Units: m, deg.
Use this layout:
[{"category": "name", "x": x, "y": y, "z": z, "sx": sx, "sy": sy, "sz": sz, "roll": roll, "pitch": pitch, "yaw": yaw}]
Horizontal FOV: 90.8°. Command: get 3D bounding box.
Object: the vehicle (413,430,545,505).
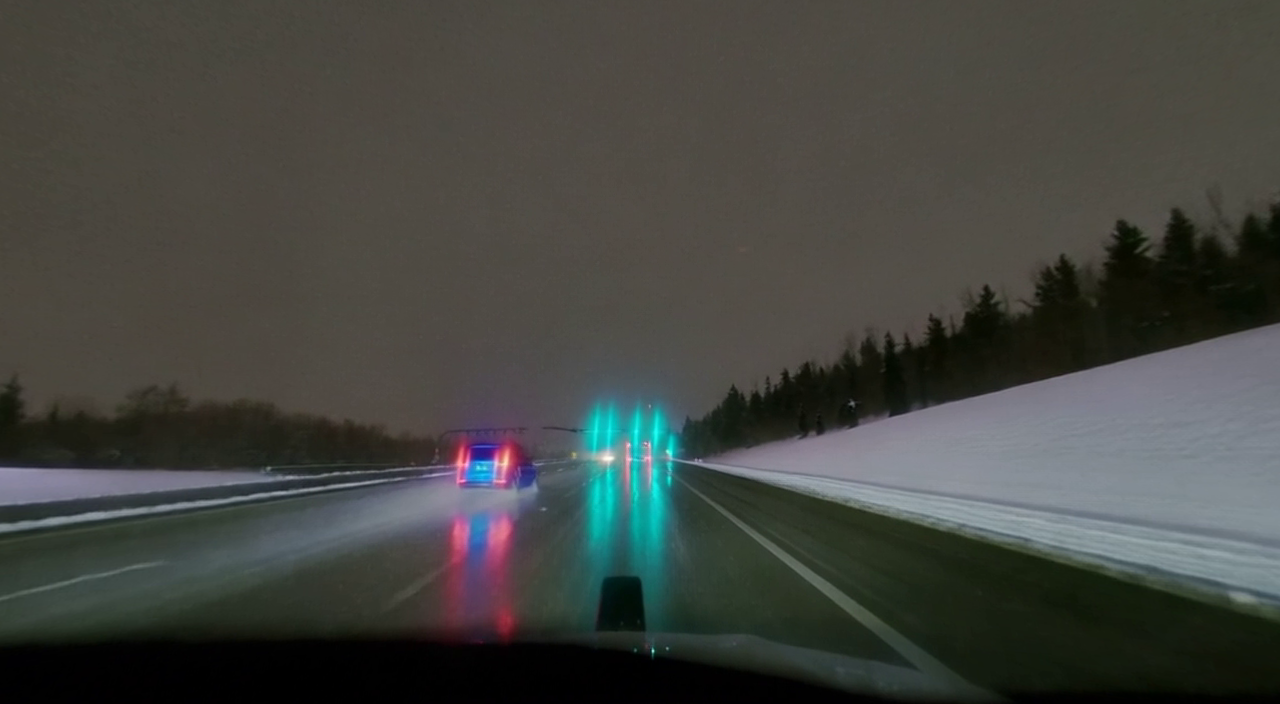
[{"category": "vehicle", "x": -4.210, "y": 3.118, "z": 17.537, "sx": 2.272, "sy": 1.759, "sz": 5.058, "roll": 0, "pitch": -9, "yaw": 1}]
